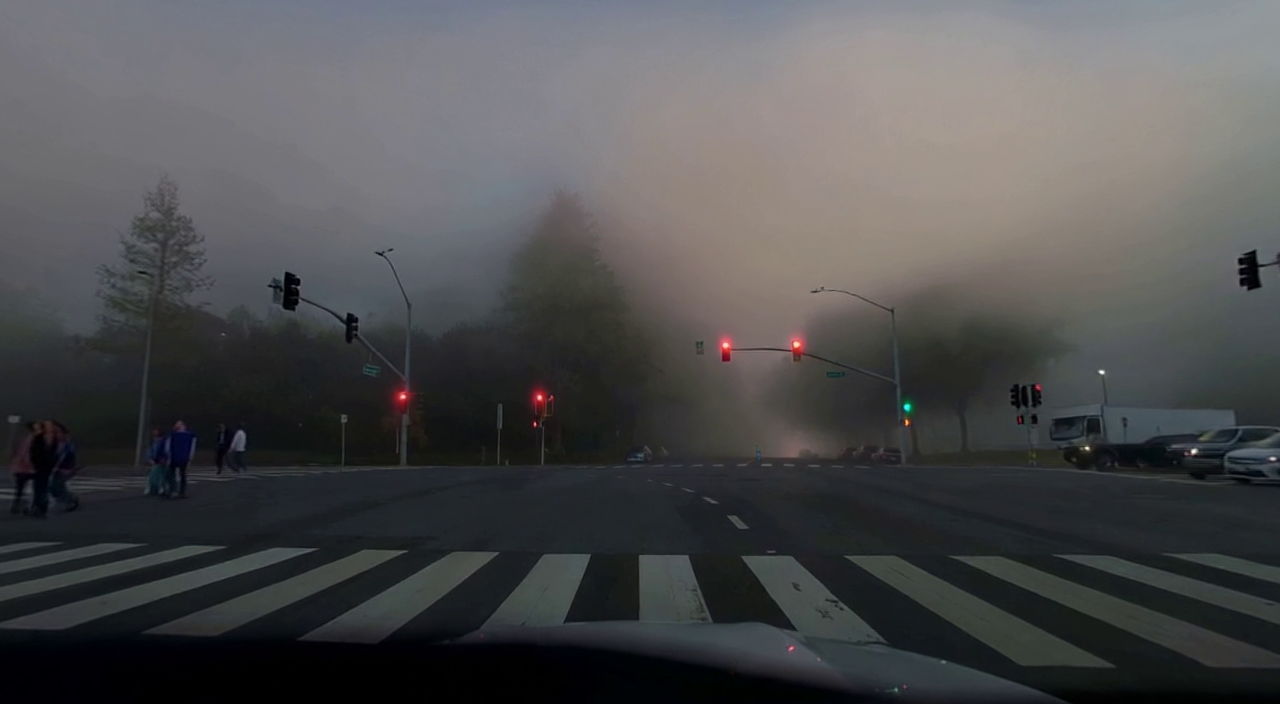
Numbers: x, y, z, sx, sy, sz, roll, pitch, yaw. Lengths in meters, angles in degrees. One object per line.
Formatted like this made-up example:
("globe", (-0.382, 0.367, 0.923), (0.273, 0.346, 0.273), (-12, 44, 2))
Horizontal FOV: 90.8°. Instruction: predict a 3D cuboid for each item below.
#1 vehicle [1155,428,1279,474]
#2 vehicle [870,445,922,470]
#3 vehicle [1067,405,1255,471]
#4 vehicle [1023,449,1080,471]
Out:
("vehicle", (20.995, 3.398, 21.725), (4.740, 1.464, 1.876), (-1, -9, 3))
("vehicle", (17.517, 7.233, 43.486), (1.789, 1.557, 4.293), (0, -9, 0))
("vehicle", (22.941, 3.850, 28.094), (5.855, 2.746, 2.523), (-1, -9, 3))
("vehicle", (27.711, 7.242, 42.689), (1.589, 1.405, 3.633), (-1, -9, 4))
